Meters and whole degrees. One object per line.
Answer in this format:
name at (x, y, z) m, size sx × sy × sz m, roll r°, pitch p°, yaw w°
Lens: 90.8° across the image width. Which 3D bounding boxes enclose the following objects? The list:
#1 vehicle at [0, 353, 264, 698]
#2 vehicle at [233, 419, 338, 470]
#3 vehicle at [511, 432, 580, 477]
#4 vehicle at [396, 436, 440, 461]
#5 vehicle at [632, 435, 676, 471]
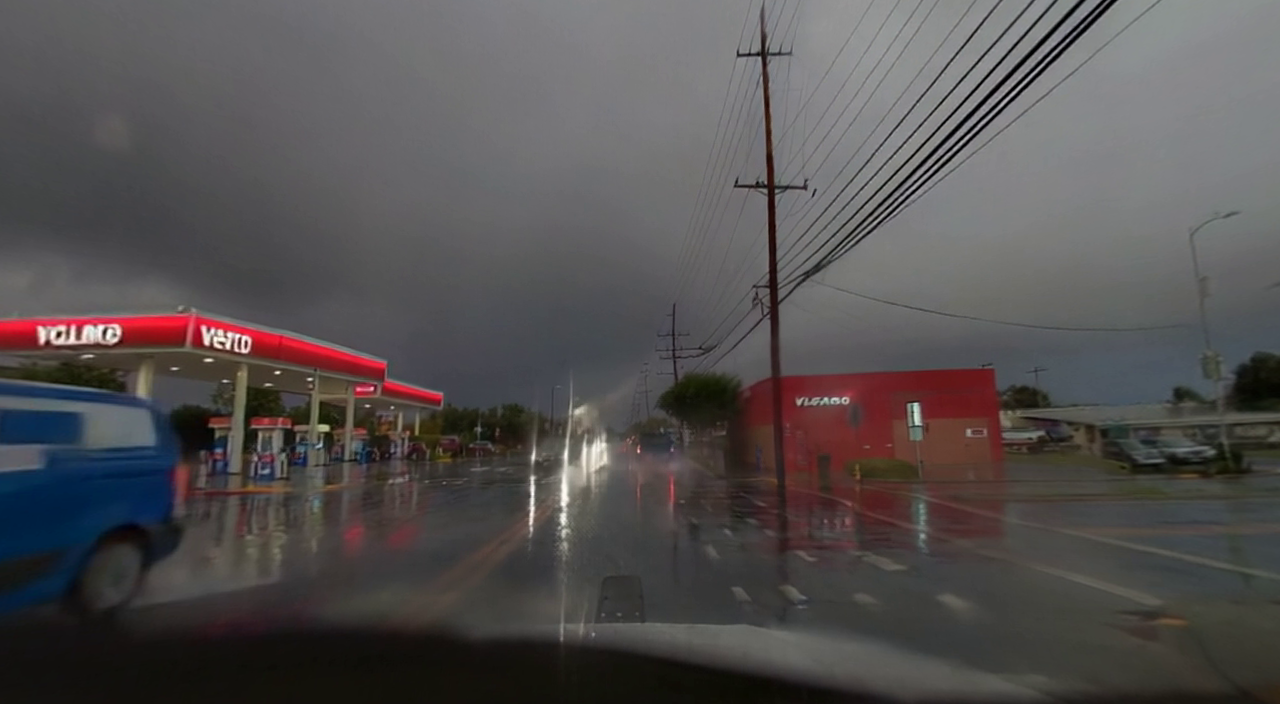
vehicle at (-4.758, 1.028, 3.858) m, size 2.222 × 1.931 × 4.882 m, roll 1°, pitch -9°, yaw -5°
vehicle at (-17.361, 4.591, 31.323) m, size 2.499 × 2.309 × 4.613 m, roll 0°, pitch -9°, yaw -1°
vehicle at (-4.154, 4.633, 28.641) m, size 2.274 × 1.844 × 4.843 m, roll 0°, pitch -9°, yaw 1°
vehicle at (-16.965, 7.401, 48.498) m, size 1.890 × 1.761 × 4.578 m, roll 0°, pitch -9°, yaw -3°
vehicle at (0.607, 4.997, 31.342) m, size 2.000 × 1.663 × 4.271 m, roll 0°, pitch -9°, yaw -1°
